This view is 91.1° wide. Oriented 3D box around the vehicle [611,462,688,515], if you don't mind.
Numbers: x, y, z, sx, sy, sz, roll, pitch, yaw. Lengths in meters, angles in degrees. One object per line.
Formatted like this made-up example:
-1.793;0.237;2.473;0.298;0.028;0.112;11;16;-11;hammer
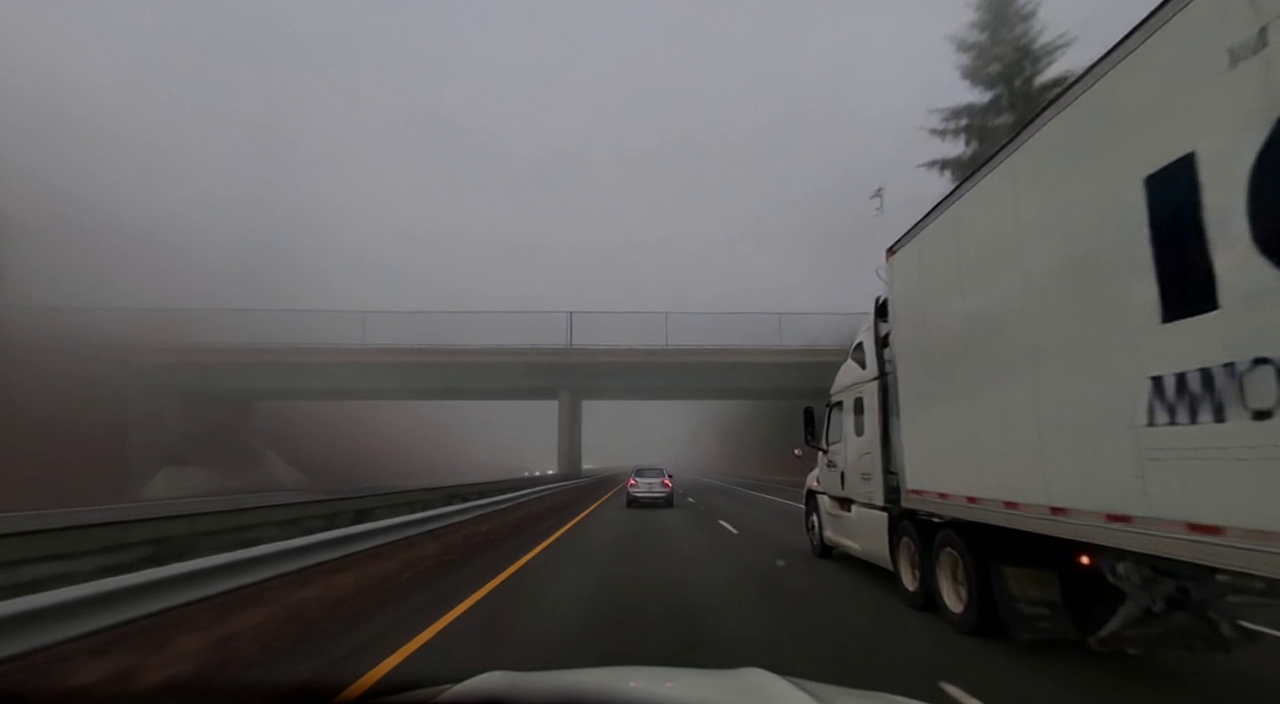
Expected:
0.296;4.213;19.686;2.156;1.444;3.762;1;-10;1;vehicle

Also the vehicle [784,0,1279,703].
4.420;0.297;4.189;2.964;4.188;16.587;1;-10;0;vehicle
